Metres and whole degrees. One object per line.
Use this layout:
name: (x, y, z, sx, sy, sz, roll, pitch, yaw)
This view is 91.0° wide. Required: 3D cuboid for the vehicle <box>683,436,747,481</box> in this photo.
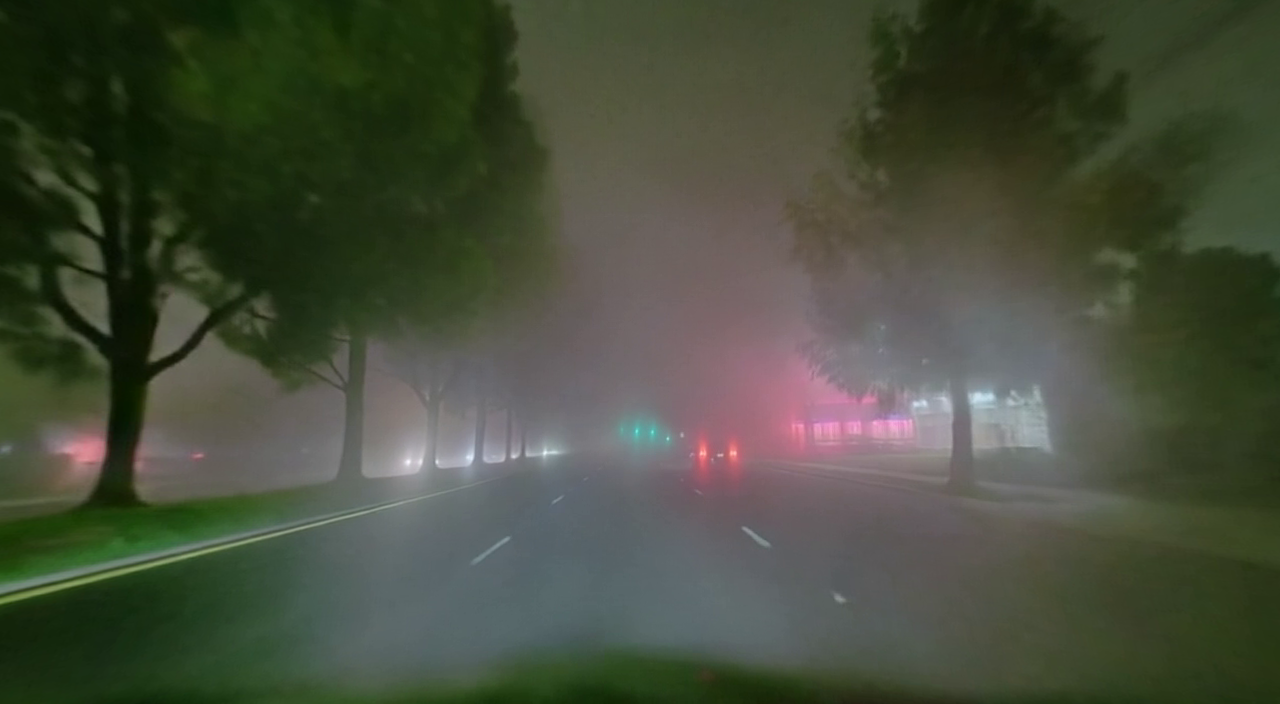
vehicle: (3.046, 4.441, 26.586, 2.083, 1.743, 4.354, 0, -8, -1)
